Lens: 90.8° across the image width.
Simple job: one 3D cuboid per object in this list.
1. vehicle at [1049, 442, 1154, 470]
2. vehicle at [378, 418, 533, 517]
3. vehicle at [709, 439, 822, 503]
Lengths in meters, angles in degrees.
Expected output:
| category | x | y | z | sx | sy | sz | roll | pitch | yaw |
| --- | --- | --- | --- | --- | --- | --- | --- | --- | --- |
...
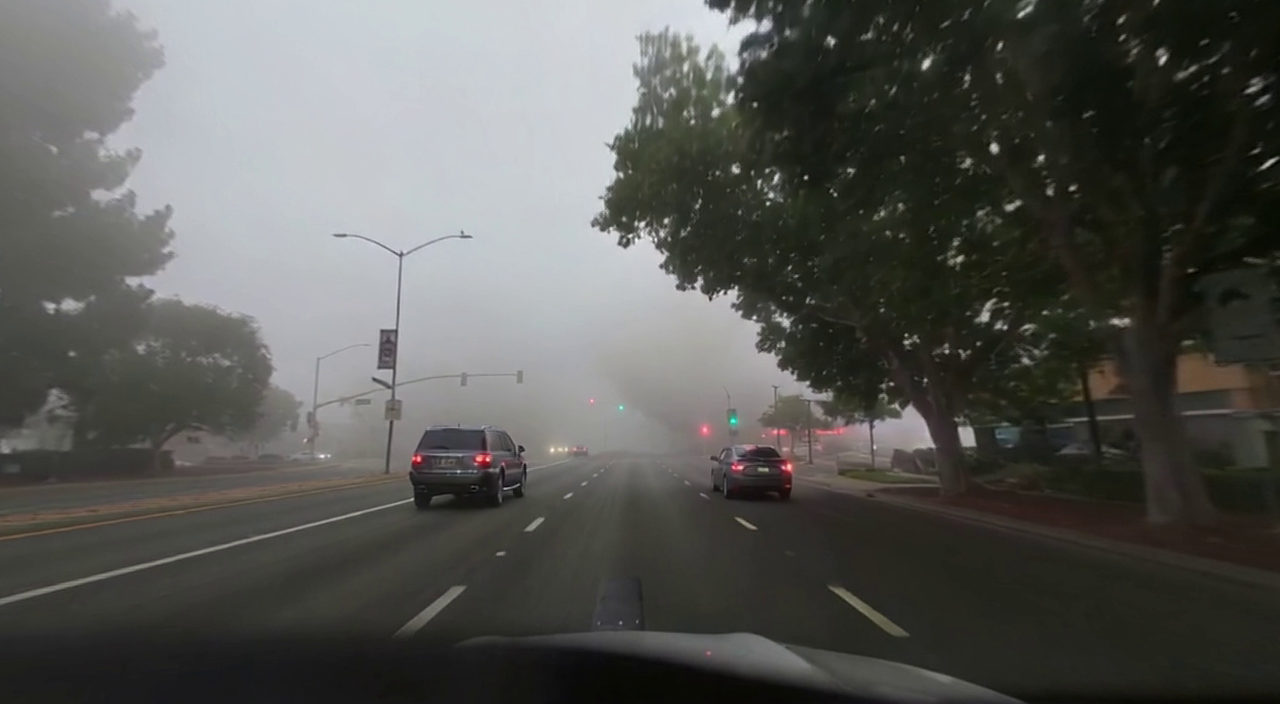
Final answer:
| category | x | y | z | sx | sy | sz | roll | pitch | yaw |
| --- | --- | --- | --- | --- | --- | --- | --- | --- | --- |
| vehicle | 29.057 | 6.575 | 39.908 | 4.810 | 1.627 | 1.991 | -2 | -9 | 6 |
| vehicle | -3.781 | 2.466 | 13.943 | 1.997 | 1.806 | 4.500 | 0 | -9 | 1 |
| vehicle | 3.206 | 3.158 | 17.275 | 1.975 | 1.502 | 4.787 | 0 | -9 | -2 |
